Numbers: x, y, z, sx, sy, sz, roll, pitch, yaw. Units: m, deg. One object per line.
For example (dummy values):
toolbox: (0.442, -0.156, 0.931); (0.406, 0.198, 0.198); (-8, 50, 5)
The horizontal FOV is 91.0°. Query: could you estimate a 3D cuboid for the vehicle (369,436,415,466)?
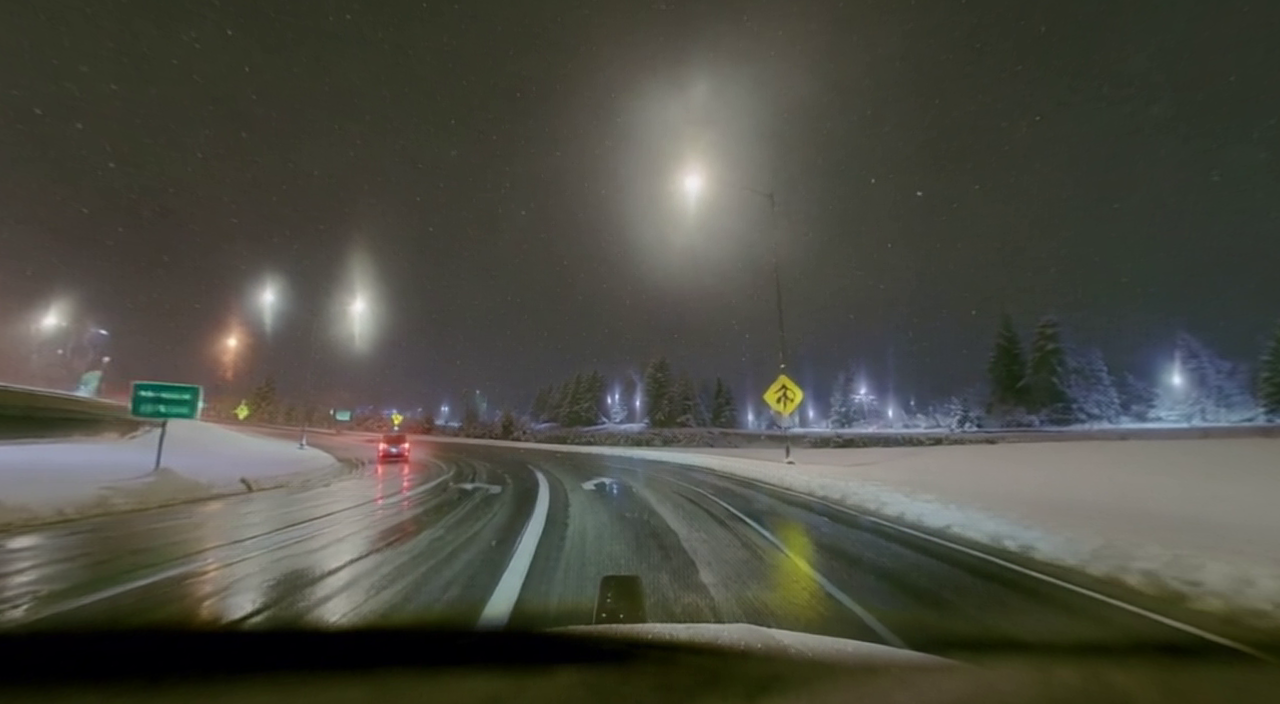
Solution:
vehicle: (-14.268, 5.645, 36.072); (2.234, 1.588, 4.484); (4, -9, -22)
